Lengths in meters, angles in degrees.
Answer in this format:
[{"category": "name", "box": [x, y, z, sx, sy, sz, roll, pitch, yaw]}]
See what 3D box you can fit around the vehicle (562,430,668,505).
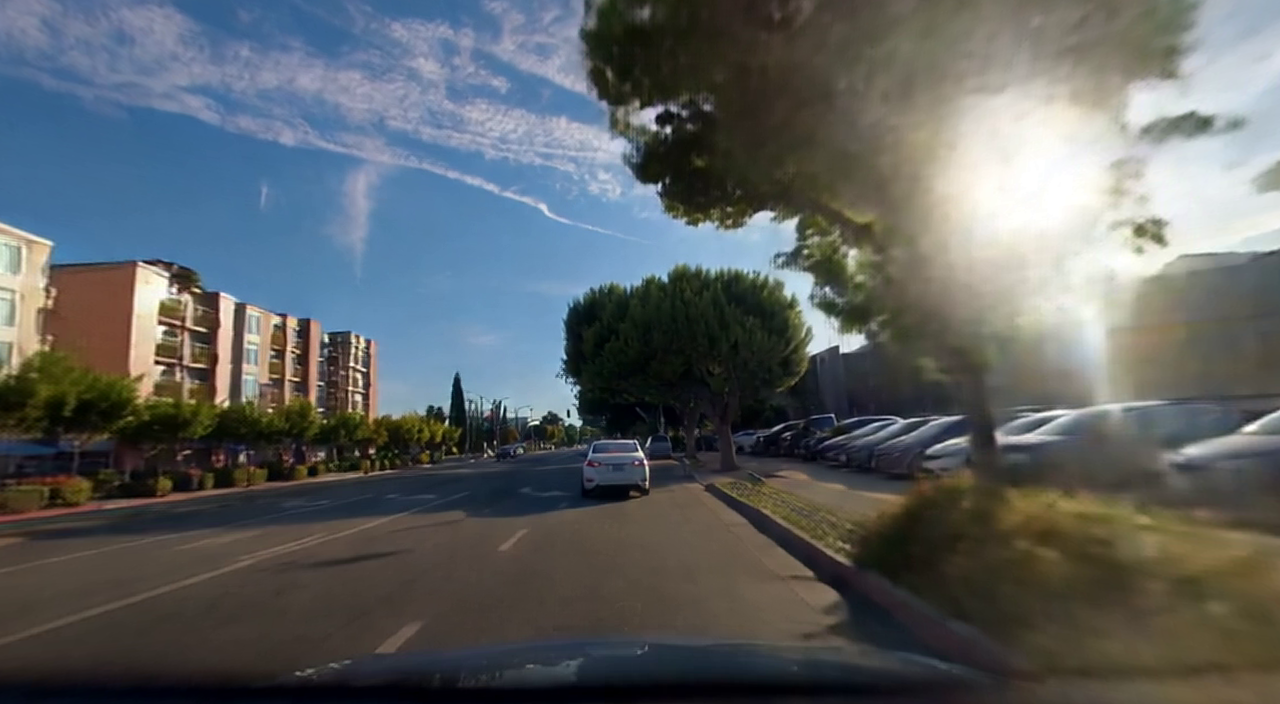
[{"category": "vehicle", "box": [-0.606, 2.651, 14.959, 2.116, 1.479, 4.358, 0, -8, -3]}]
